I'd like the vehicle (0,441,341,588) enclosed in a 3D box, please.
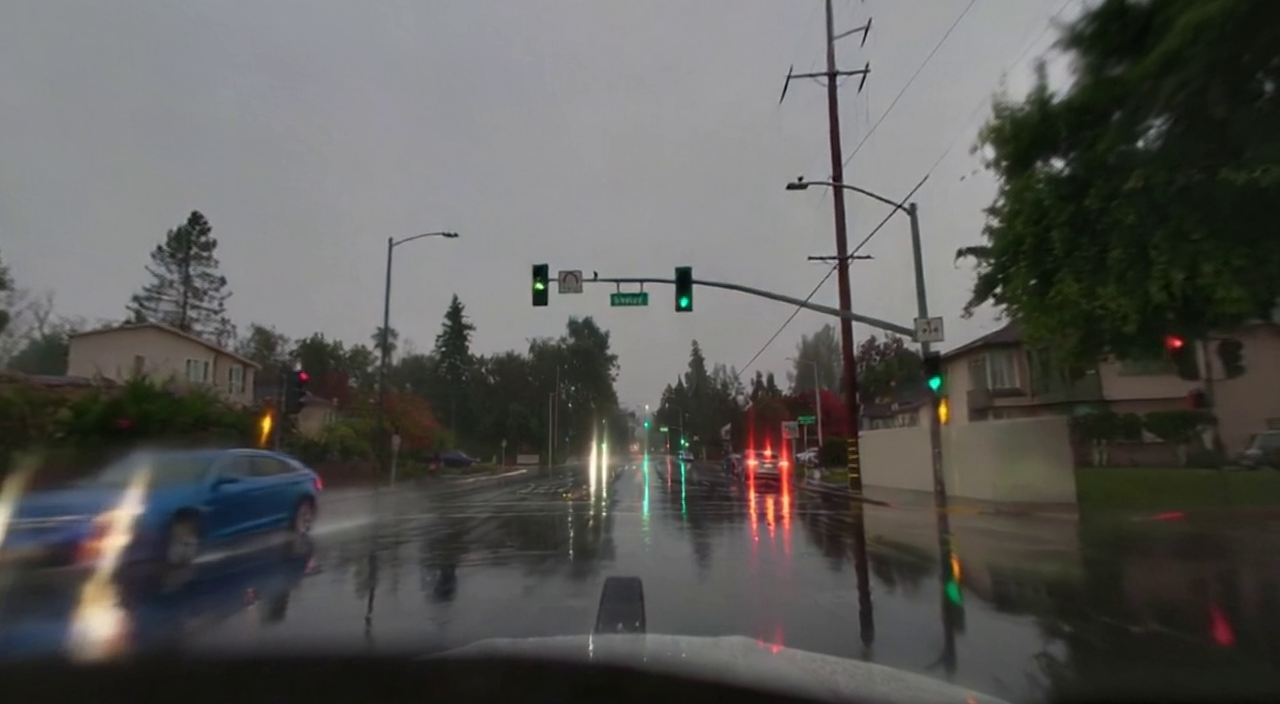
[{"bbox_3d":[-6.899,2.185,9.524,2.270,1.605,4.958,0,-9,1],"label":"vehicle"}]

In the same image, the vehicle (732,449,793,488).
[{"bbox_3d":[5.486,5.241,28.797,1.891,1.611,4.269,0,-9,0],"label":"vehicle"}]
